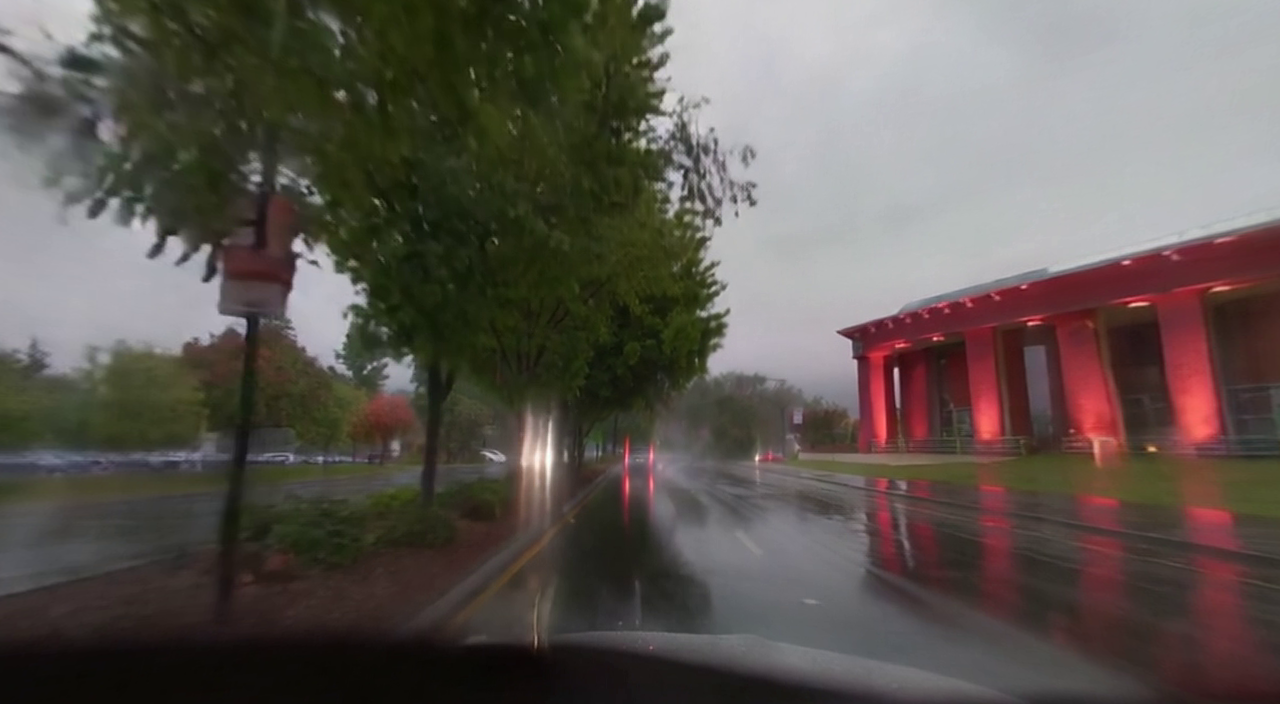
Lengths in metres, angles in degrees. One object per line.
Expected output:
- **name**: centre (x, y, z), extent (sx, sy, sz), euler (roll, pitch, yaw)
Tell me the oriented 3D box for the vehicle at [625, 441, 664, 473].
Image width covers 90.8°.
- **vehicle**: centre (0.261, 6.038, 36.457), extent (2.123, 1.703, 4.292), euler (-1, -9, 1)
